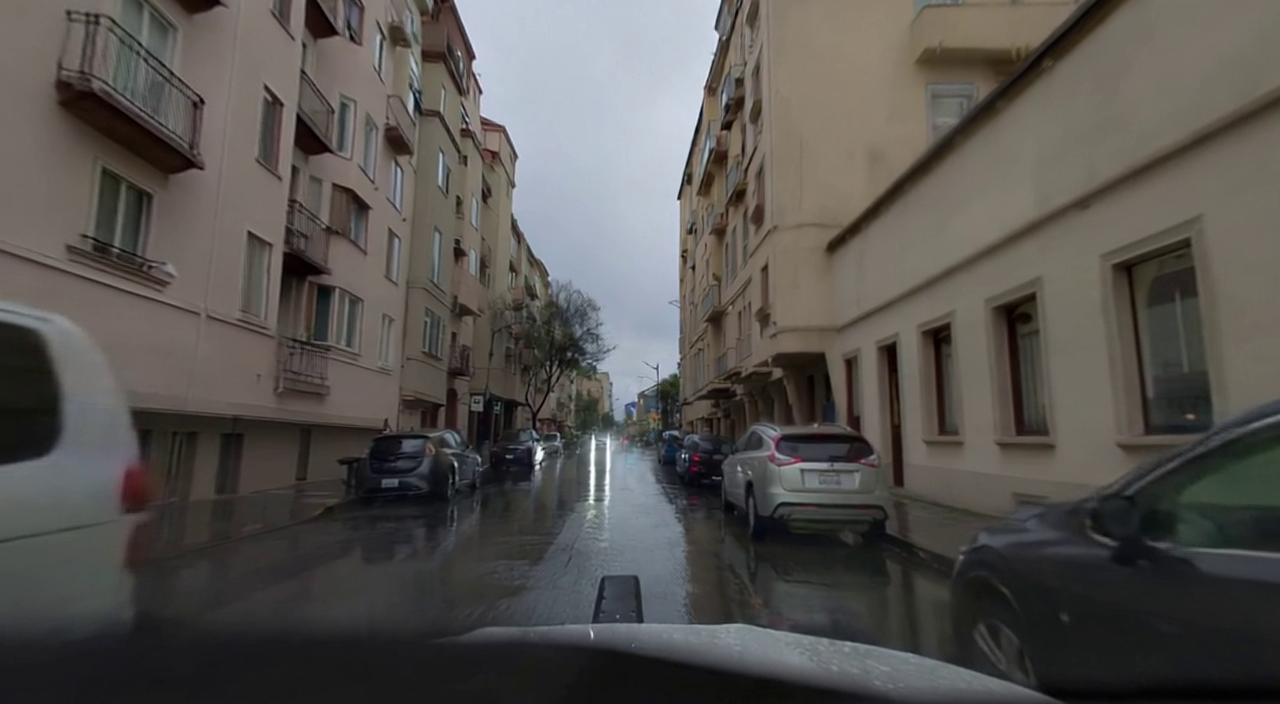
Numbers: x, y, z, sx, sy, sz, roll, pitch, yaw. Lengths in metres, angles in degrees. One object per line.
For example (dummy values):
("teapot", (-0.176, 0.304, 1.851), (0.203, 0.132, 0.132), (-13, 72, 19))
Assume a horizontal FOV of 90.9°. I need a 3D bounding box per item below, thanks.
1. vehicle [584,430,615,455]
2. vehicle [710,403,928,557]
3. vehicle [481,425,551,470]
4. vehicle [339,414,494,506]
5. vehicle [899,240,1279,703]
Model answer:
("vehicle", (-2.562, 5.843, 40.695), (1.845, 1.544, 3.388), (0, -8, -1))
("vehicle", (2.194, 1.676, 8.945), (1.839, 1.678, 3.918), (0, -8, -2))
("vehicle", (-4.884, 3.852, 25.370), (1.942, 1.521, 3.761), (5, -9, 0))
("vehicle", (-4.564, 2.322, 13.677), (1.883, 1.499, 4.426), (6, -10, -3))
("vehicle", (2.255, 0.607, 1.055), (1.897, 1.717, 4.028), (0, -8, 0))
